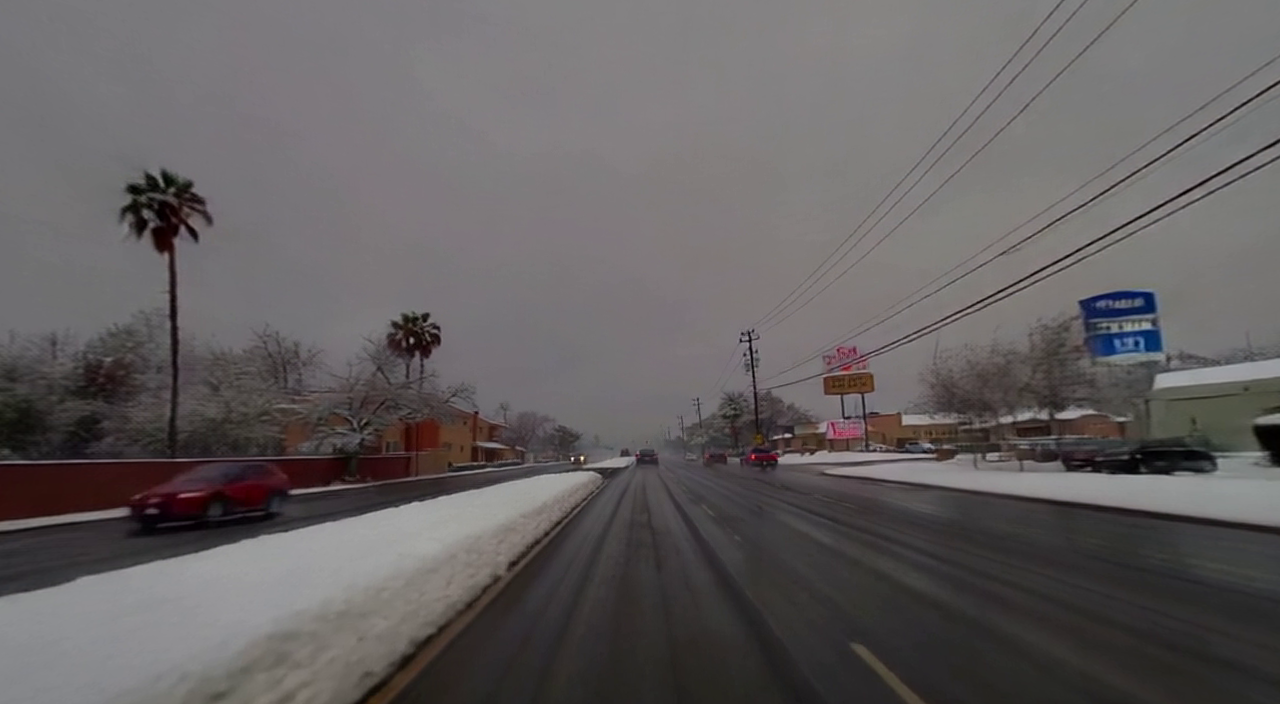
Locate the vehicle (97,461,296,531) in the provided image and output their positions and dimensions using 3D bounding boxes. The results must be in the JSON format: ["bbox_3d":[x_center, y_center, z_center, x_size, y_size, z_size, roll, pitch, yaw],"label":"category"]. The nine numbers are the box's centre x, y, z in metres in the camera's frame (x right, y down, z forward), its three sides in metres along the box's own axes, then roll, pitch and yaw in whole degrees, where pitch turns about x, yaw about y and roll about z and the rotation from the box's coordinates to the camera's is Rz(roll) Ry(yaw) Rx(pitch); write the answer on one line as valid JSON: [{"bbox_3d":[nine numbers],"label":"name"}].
[{"bbox_3d":[-11.470,3.721,16.821,1.942,1.497,4.582,0,-9,1],"label":"vehicle"}]

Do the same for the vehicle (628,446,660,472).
[{"bbox_3d":[0.282,7.340,43.412,2.138,1.702,4.168,0,-9,1],"label":"vehicle"}]

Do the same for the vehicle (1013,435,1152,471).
[{"bbox_3d":[20.212,4.651,28.951,4.728,1.520,2.107,-1,-9,1],"label":"vehicle"}]

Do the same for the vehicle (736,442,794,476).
[{"bbox_3d":[6.791,5.873,34.808,2.252,1.718,4.617,0,-9,0],"label":"vehicle"}]

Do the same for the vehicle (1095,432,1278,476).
[{"bbox_3d":[19.950,3.740,23.168,4.768,1.512,1.986,0,-9,1],"label":"vehicle"}]
